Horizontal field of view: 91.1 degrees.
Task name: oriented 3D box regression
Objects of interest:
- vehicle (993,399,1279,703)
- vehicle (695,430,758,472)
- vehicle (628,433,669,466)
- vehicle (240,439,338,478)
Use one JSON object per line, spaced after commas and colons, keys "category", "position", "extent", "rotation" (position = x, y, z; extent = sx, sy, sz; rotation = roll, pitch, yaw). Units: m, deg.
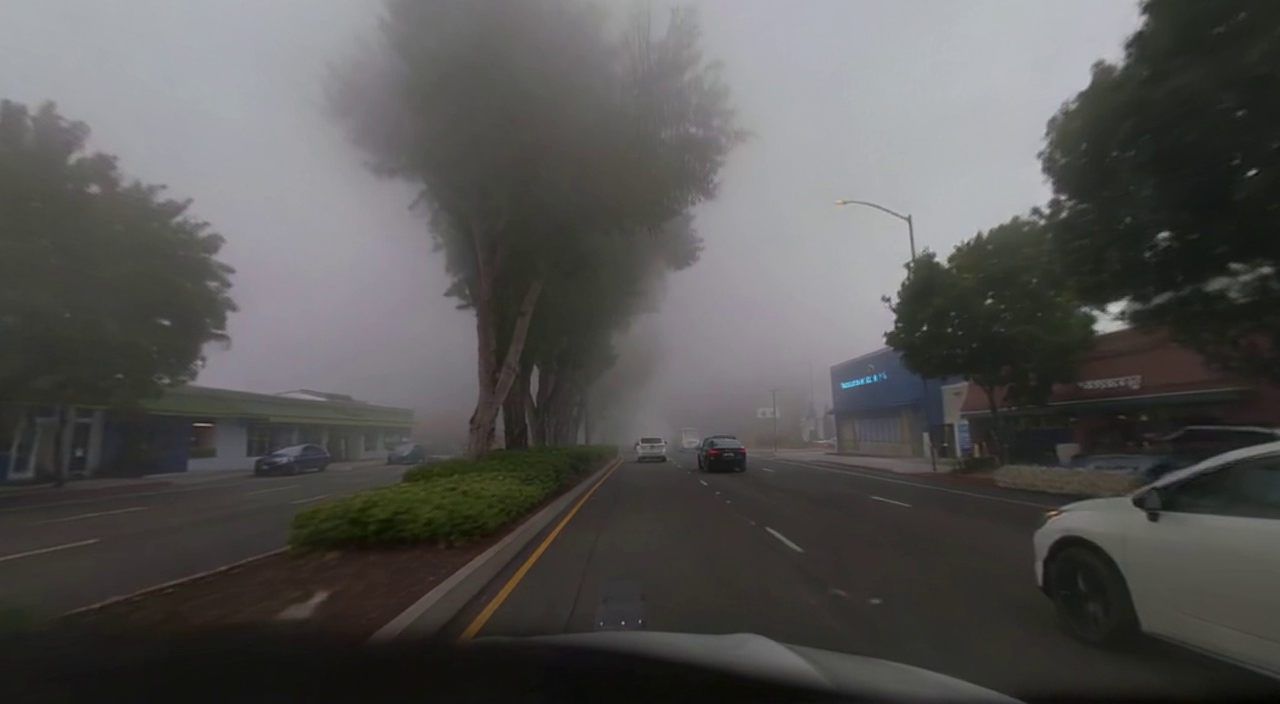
{"category": "vehicle", "position": [3.894, 0.952, 2.868], "extent": [1.908, 1.463, 4.506], "rotation": [0, -9, 0]}
{"category": "vehicle", "position": [3.716, 4.383, 27.793], "extent": [2.115, 1.692, 4.189], "rotation": [0, -9, -1]}
{"category": "vehicle", "position": [0.408, 5.317, 34.378], "extent": [2.098, 1.682, 3.778], "rotation": [0, -9, 0]}
{"category": "vehicle", "position": [-18.943, 5.753, 34.236], "extent": [2.488, 1.752, 4.991], "rotation": [-3, -7, 1]}
